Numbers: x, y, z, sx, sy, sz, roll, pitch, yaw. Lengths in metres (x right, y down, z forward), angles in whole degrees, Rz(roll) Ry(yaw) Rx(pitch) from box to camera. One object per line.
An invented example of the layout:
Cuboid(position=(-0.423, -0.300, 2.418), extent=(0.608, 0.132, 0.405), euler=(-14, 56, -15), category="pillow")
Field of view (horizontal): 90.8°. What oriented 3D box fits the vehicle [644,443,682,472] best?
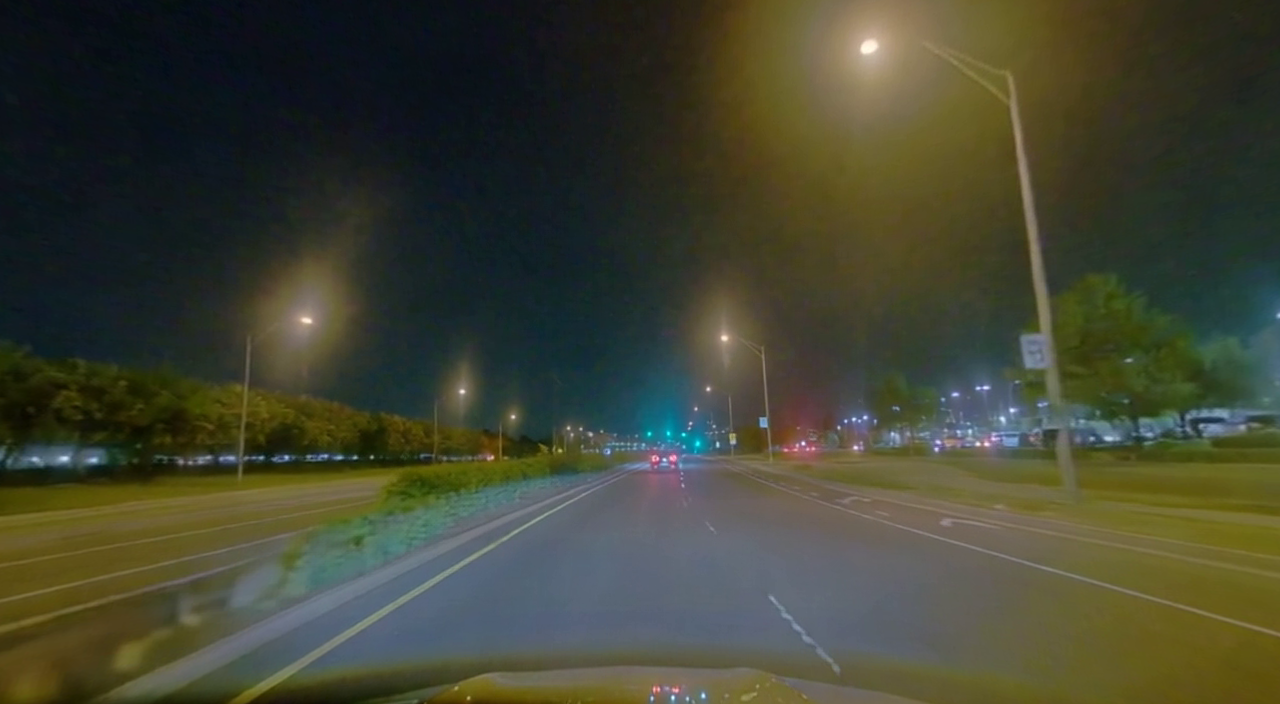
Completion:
Cuboid(position=(1.366, 6.378, 38.333), extent=(2.158, 1.600, 3.865), euler=(-1, -8, 2), category="vehicle")
